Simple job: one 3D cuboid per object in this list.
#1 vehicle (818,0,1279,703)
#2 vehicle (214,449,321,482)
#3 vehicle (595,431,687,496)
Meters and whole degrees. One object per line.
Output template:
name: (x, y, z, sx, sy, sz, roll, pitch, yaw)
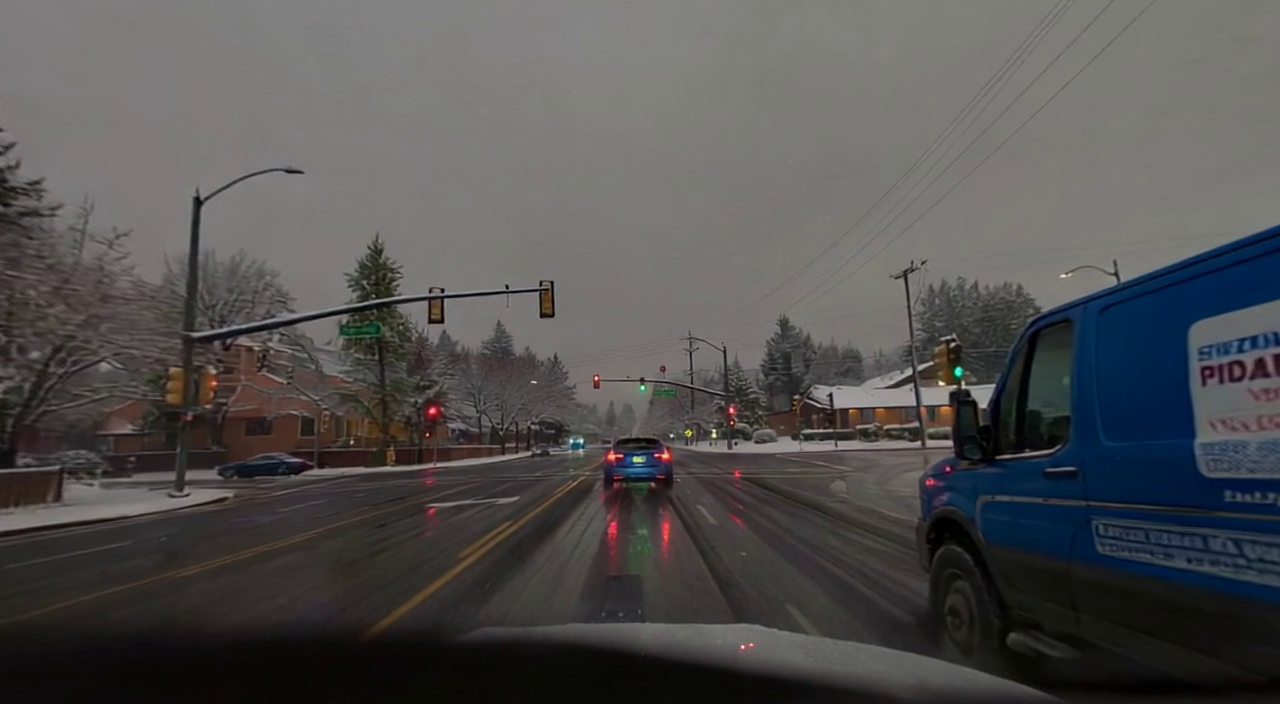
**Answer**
vehicle: (2.949, 0.143, 1.882, 2.770, 3.054, 7.271, 0, -9, 1)
vehicle: (-20.018, 6.106, 34.086, 4.588, 1.703, 1.879, -1, -9, 1)
vehicle: (0.008, 2.846, 16.436, 2.104, 1.462, 3.991, 0, -9, 0)
